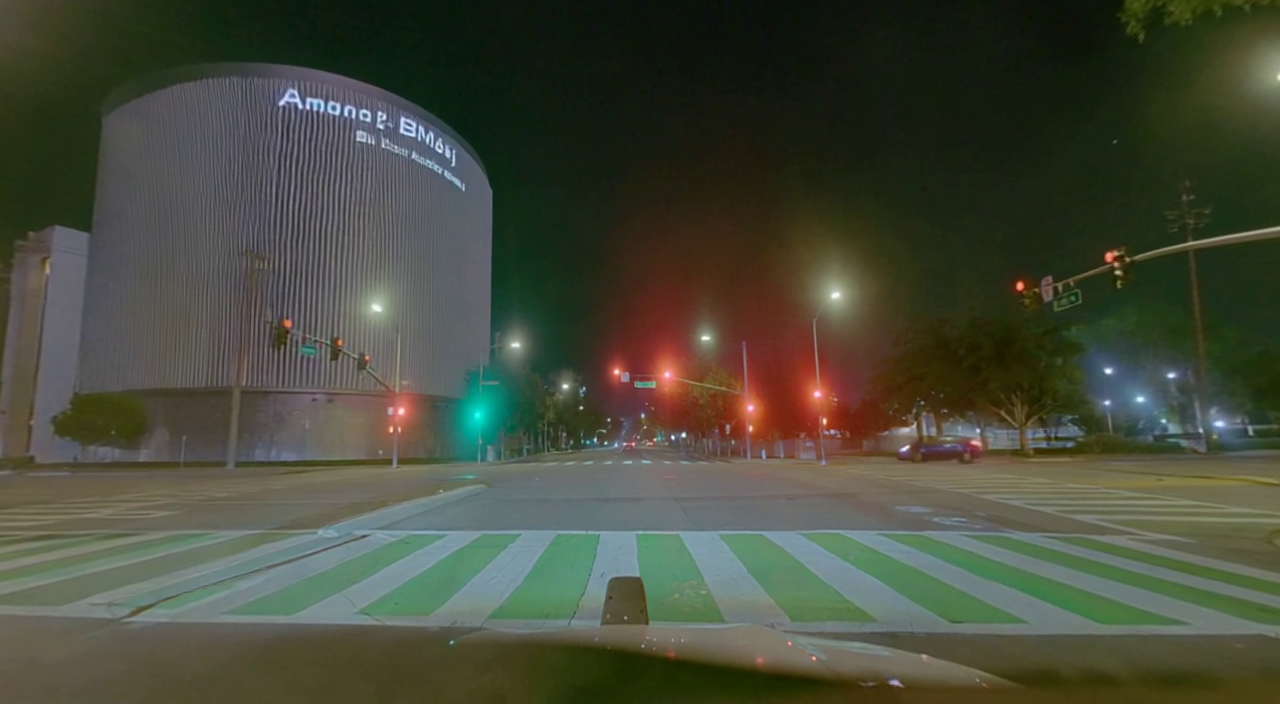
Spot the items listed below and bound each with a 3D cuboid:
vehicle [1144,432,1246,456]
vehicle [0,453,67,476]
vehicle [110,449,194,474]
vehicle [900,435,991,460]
[{"bbox_3d":[36.170,6.018,41.185,4.767,1.456,1.858,-1,-8,3],"label":"vehicle"},{"bbox_3d":[-41.654,7.636,42.770,3.698,1.467,1.779,0,-8,1],"label":"vehicle"},{"bbox_3d":[-33.066,7.405,42.758,4.136,1.661,1.857,0,-8,1],"label":"vehicle"},{"bbox_3d":[18.592,5.868,38.552,4.529,1.457,1.981,-1,-8,5],"label":"vehicle"}]
